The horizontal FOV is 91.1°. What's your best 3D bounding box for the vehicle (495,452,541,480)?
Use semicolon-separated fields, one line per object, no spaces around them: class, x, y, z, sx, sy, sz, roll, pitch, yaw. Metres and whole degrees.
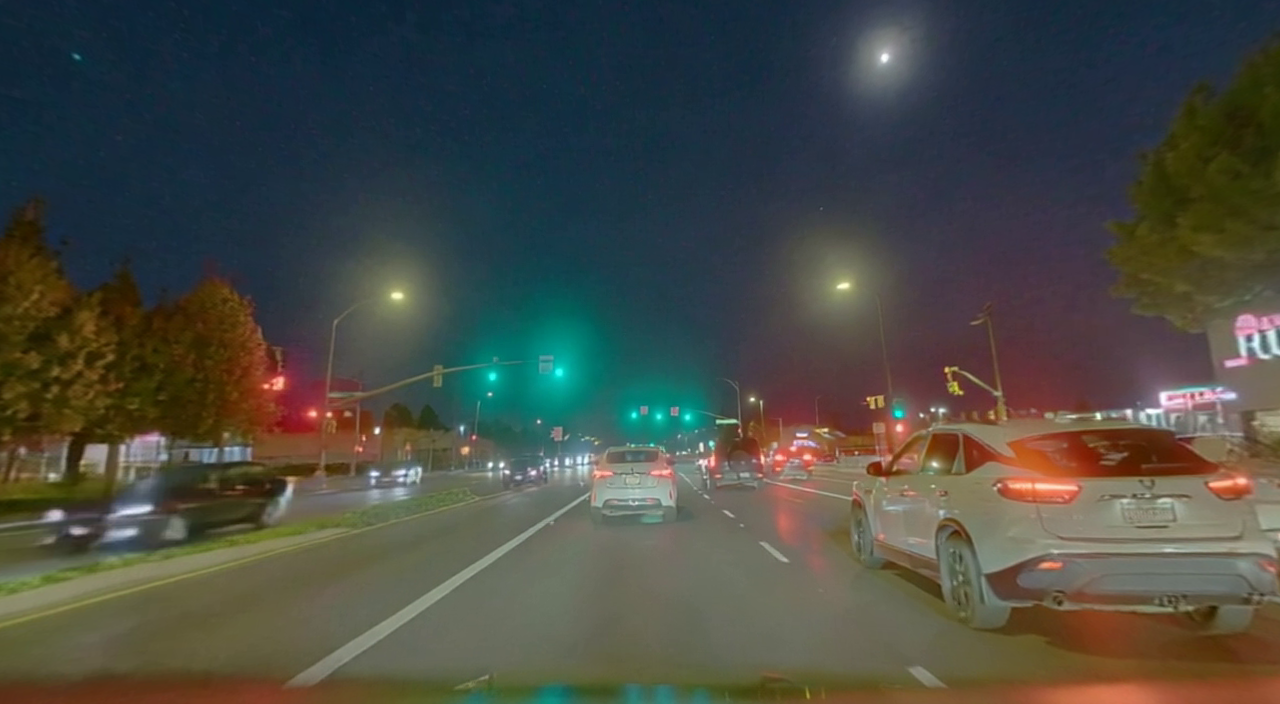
vehicle;-8.325;7.786;43.286;2.133;1.771;4.611;0;-9;2

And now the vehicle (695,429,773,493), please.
vehicle;3.902;4.668;27.311;2.516;2.481;5.766;0;-9;0

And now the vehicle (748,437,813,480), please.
vehicle;7.951;6.092;36.130;2.627;2.252;5.236;0;-9;1

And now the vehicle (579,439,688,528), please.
vehicle;-0.078;2.854;14.213;2.111;1.676;4.018;0;-9;1

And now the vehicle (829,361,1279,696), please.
vehicle;3.453;1.356;5.977;1.982;1.960;4.427;0;-9;1

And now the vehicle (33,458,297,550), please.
vehicle;-9.374;2.976;13.026;1.933;1.469;4.516;0;-9;0

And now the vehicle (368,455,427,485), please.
vehicle;-15.442;7.504;40.199;1.968;1.675;4.382;0;-9;1
